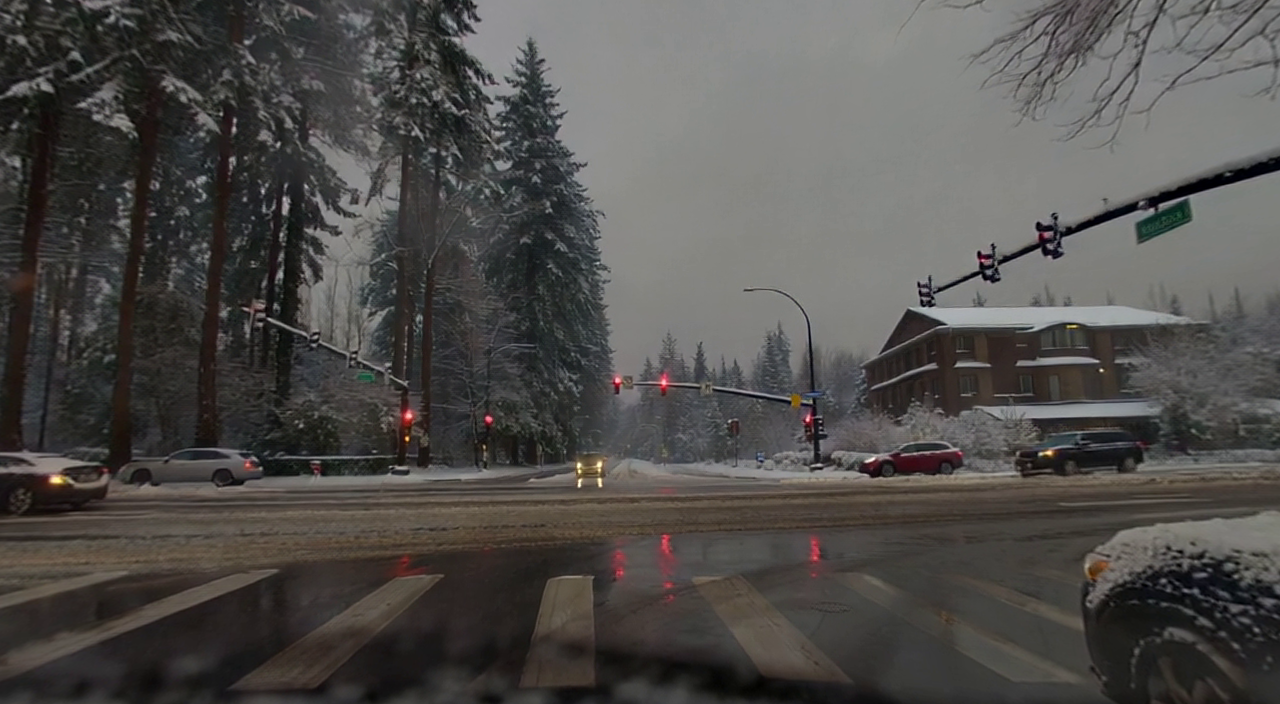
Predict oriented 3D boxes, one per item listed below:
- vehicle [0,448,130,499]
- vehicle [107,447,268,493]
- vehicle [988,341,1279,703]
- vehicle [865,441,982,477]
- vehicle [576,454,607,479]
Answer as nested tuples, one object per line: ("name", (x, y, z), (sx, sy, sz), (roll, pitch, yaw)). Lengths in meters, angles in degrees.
("vehicle", (-22.059, 4.411, 23.138), (4.748, 1.727, 2.325), (0, -8, 1))
("vehicle", (-18.832, 4.950, 26.540), (4.798, 1.763, 2.536), (0, -10, 0))
("vehicle", (3.694, 0.886, 2.889), (2.227, 1.705, 4.719), (-2, -8, 11))
("vehicle", (15.598, 5.892, 35.029), (5.220, 1.897, 2.596), (0, -8, 0))
("vehicle", (-3.636, 8.642, 47.900), (2.162, 1.740, 4.728), (0, -8, -2))
